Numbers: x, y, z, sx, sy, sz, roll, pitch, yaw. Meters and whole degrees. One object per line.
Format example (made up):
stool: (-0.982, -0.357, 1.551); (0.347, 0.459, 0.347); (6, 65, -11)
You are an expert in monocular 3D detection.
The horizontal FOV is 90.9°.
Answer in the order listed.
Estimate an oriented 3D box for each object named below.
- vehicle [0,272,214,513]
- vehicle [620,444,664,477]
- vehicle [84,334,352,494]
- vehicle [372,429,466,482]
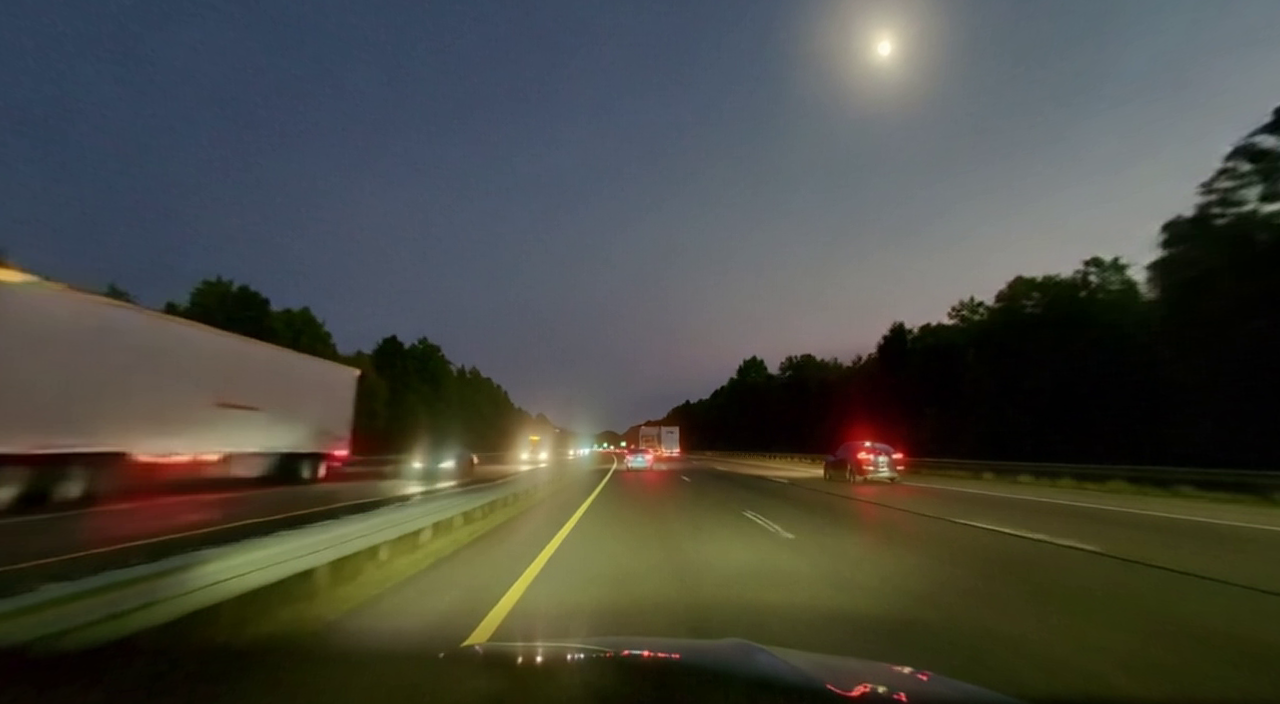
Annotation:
vehicle: (-12.274, 0.657, 10.492); (3.015, 4.010, 10.258); (0, -9, 1)
vehicle: (0.037, 5.402, 31.561); (2.069, 1.523, 4.012); (0, -9, -1)
vehicle: (-12.391, 2.129, 19.853); (2.861, 4.010, 7.950); (0, -9, -1)
vehicle: (-8.227, 3.903, 23.916); (1.974, 1.804, 4.573); (0, -9, -1)
